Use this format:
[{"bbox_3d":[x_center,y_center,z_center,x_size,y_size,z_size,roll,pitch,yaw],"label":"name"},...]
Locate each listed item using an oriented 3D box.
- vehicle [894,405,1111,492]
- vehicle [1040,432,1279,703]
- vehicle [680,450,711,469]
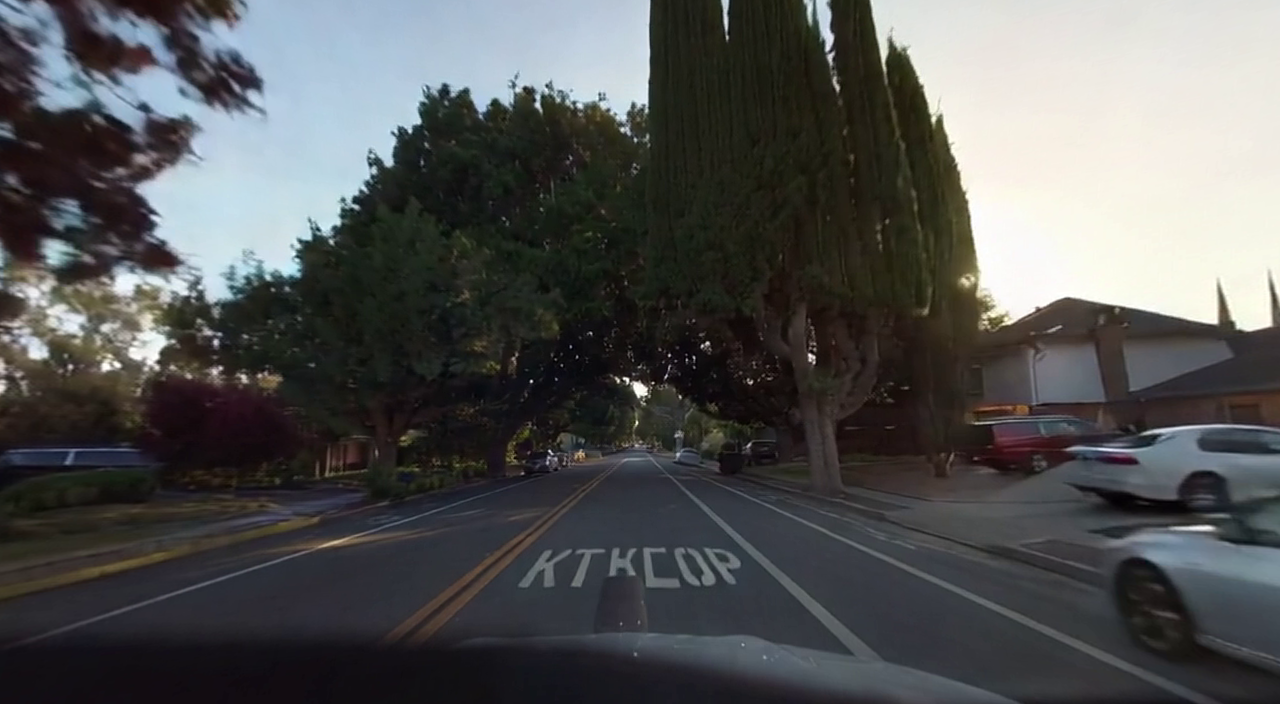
[{"bbox_3d":[10.930,2.953,19.416,5.148,1.978,2.126,-6,-8,2],"label":"vehicle"},{"bbox_3d":[4.224,1.123,2.807,1.988,1.537,4.350,0,-9,-1],"label":"vehicle"},{"bbox_3d":[4.069,7.921,46.732,1.855,1.338,3.872,0,-9,-1],"label":"vehicle"}]
